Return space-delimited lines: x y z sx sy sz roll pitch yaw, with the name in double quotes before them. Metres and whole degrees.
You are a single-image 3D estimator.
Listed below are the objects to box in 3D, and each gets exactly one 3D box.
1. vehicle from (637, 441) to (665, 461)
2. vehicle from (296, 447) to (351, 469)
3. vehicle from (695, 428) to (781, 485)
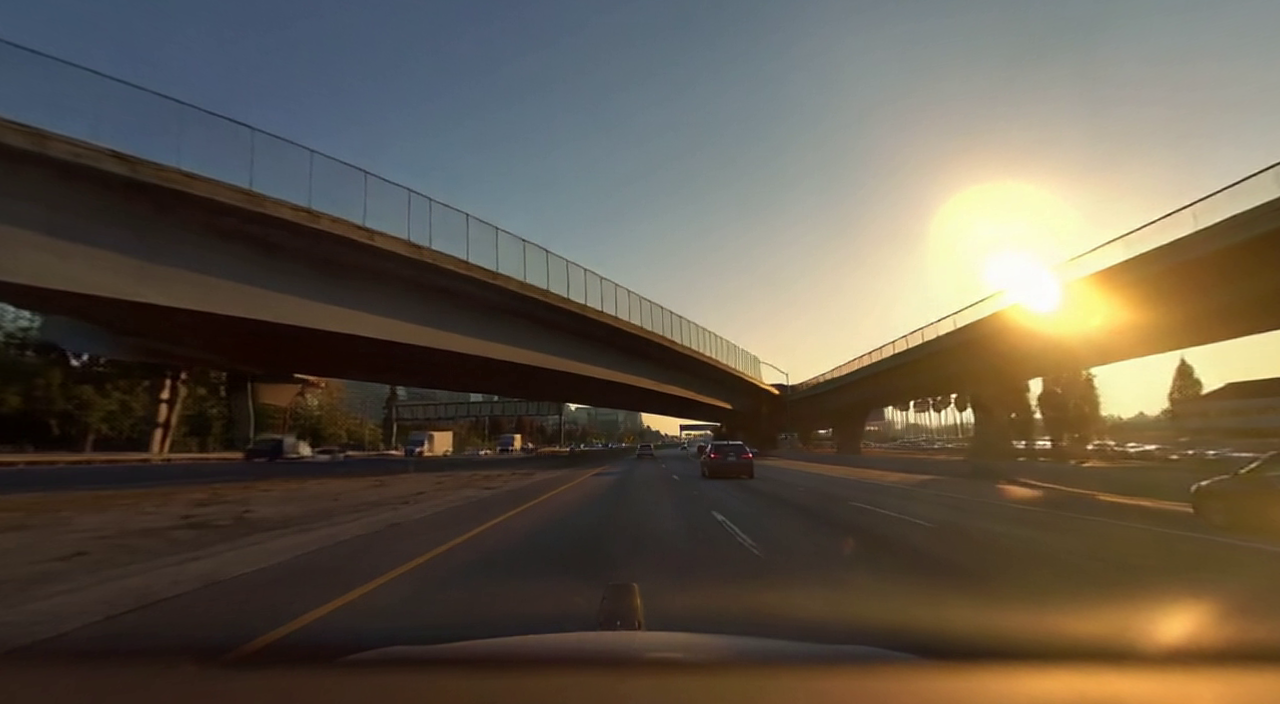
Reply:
"vehicle" 0.859 7.691 49.023 2.046 1.475 3.784 0 -8 1
"vehicle" -23.164 7.748 46.437 1.750 1.472 4.460 0 -9 -1
"vehicle" 3.309 3.659 22.445 2.226 1.779 4.835 0 -9 -1
